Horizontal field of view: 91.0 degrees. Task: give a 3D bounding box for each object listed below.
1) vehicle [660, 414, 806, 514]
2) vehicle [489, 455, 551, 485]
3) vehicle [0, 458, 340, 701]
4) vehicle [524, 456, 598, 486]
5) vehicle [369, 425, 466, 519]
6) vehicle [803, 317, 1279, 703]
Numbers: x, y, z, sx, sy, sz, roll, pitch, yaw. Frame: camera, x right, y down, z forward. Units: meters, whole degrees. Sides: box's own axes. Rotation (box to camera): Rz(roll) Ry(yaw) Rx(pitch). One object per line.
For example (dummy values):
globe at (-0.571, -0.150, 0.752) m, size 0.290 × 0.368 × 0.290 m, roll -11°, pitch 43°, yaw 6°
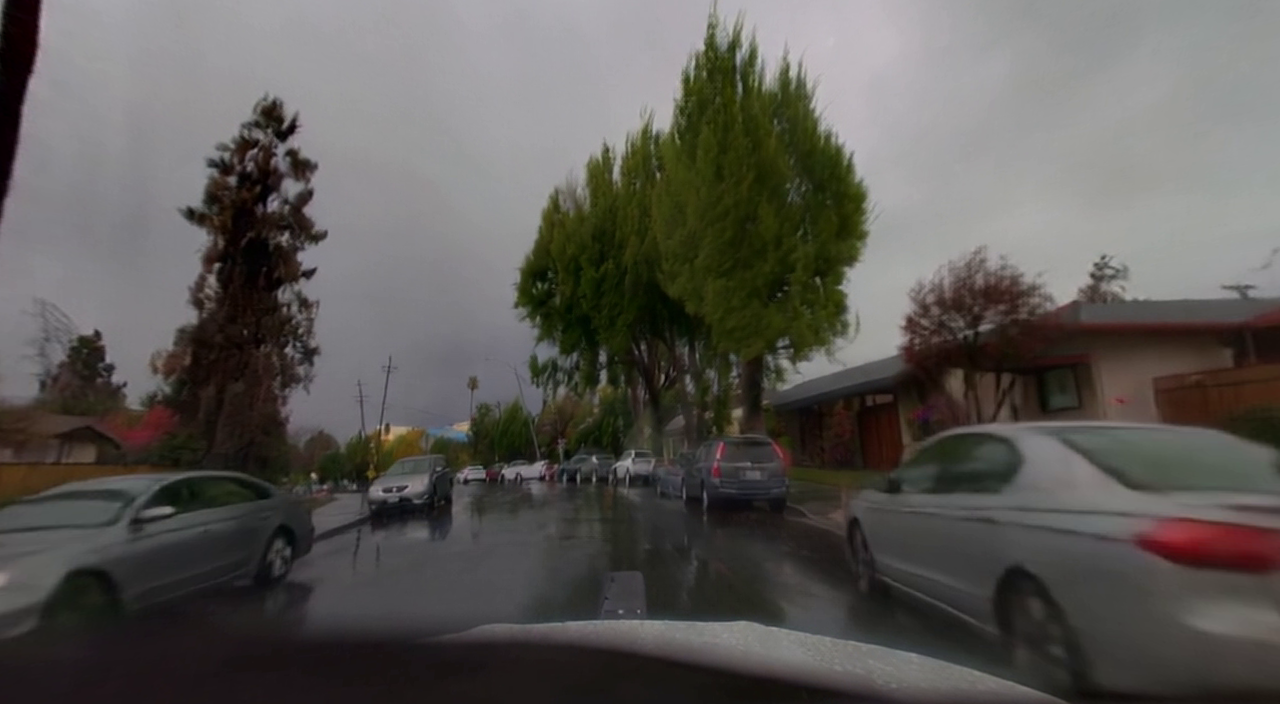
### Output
vehicle at (1.998, 2.686, 15.365) m, size 2.139 × 1.997 × 4.864 m, roll 1°, pitch -9°, yaw -8°
vehicle at (-7.631, 7.398, 39.696) m, size 1.918 × 1.753 × 4.655 m, roll 7°, pitch -12°, yaw -36°
vehicle at (-4.947, 1.768, 5.970) m, size 1.908 × 1.482 × 4.612 m, roll 0°, pitch -9°, yaw 0°
vehicle at (-4.513, 6.594, 35.252) m, size 2.108 × 1.503 × 4.977 m, roll 6°, pitch -11°, yaw -32°
vehicle at (-7.060, 3.866, 20.598) m, size 2.337 × 2.289 × 6.092 m, roll -6°, pitch -9°, yaw -16°
vehicle at (2.614, 1.080, 4.016) m, size 2.076 × 1.658 × 4.604 m, roll -1°, pitch -9°, yaw 3°
